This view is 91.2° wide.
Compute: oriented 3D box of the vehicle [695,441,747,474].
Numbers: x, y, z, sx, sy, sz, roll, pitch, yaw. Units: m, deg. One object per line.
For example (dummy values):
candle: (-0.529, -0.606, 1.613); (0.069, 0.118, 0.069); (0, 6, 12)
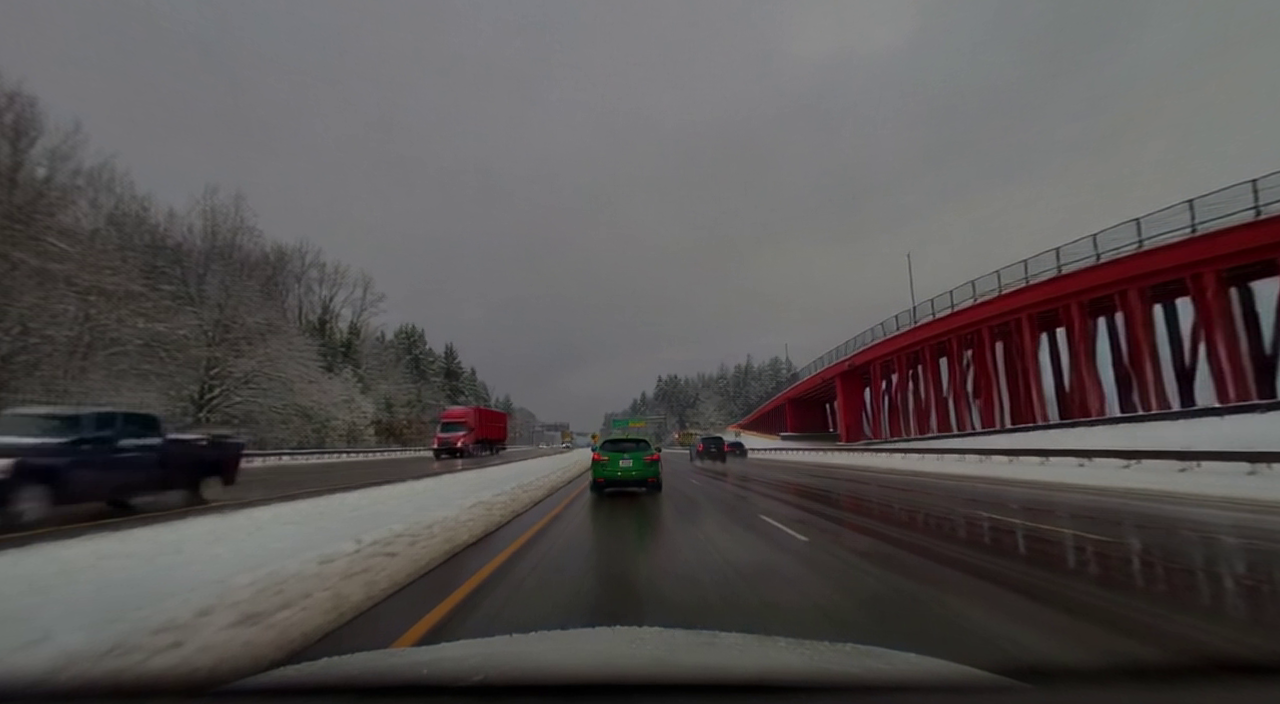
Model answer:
vehicle: (3.907, 5.117, 30.688); (1.894, 1.487, 3.751); (0, -9, -2)

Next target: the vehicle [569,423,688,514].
vehicle: (-0.235, 2.538, 14.022); (2.259, 1.699, 4.015); (0, -9, 0)

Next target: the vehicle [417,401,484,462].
vehicle: (-13.919, 5.940, 46.578); (3.271, 4.196, 5.696); (0, -9, -1)

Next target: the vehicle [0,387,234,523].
vehicle: (-8.980, 1.606, 9.890); (2.111, 1.674, 4.548); (0, -9, -1)
